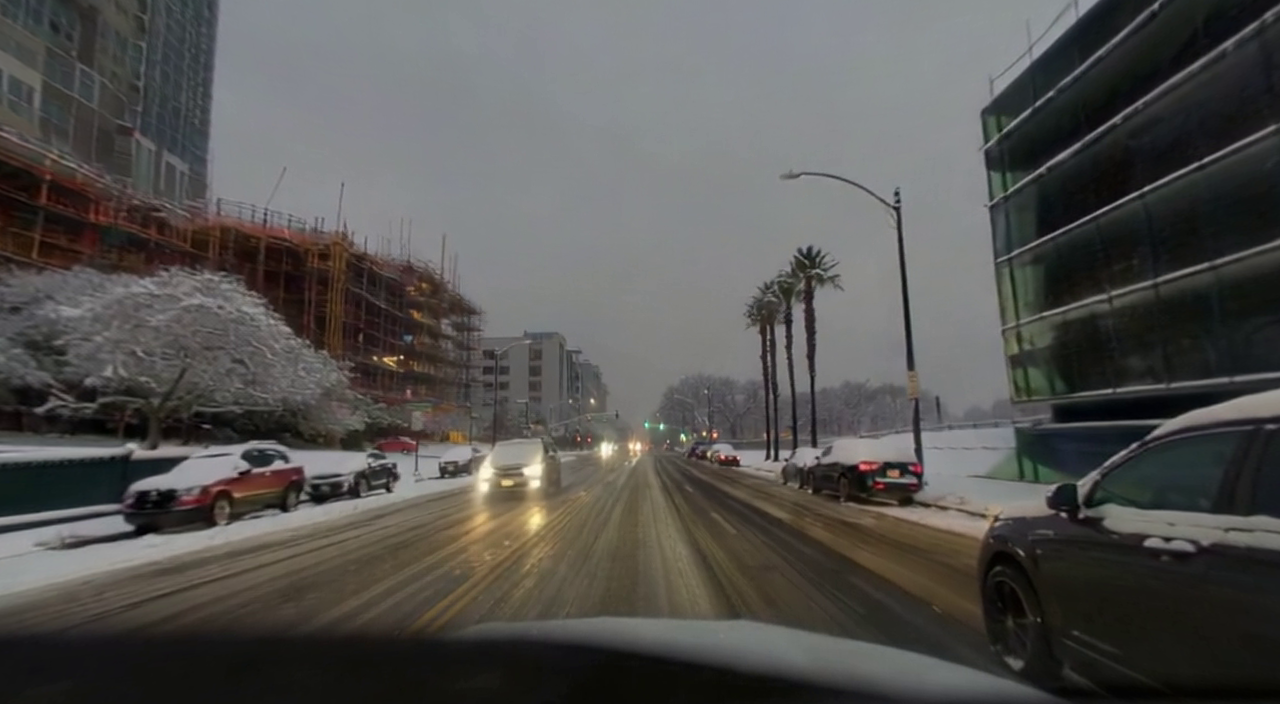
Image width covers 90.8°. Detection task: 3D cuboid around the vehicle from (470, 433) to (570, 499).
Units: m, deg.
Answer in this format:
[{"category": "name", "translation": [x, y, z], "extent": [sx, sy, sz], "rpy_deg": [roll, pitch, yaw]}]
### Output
[{"category": "vehicle", "translation": [-3.403, 3.314, 18.809], "extent": [2.096, 1.716, 4.300], "rpy_deg": [0, -8, 1]}]

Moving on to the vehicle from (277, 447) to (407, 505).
[{"category": "vehicle", "translation": [-9.736, 4.038, 21.204], "extent": [1.951, 1.644, 4.987], "rpy_deg": [0, -8, 0]}]

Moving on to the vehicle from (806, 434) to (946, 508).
[{"category": "vehicle", "translation": [6.325, 3.202, 17.583], "extent": [1.981, 1.768, 4.405], "rpy_deg": [0, -8, -3]}]

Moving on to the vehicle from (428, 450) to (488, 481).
[{"category": "vehicle", "translation": [-9.583, 6.007, 33.655], "extent": [1.826, 1.445, 4.325], "rpy_deg": [0, -8, 2]}]

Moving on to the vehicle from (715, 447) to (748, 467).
[{"category": "vehicle", "translation": [6.865, 7.880, 47.618], "extent": [1.819, 1.435, 4.337], "rpy_deg": [0, -8, 0]}]

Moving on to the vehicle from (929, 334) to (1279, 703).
[{"category": "vehicle", "translation": [3.121, 0.827, 2.388], "extent": [1.953, 1.687, 4.344], "rpy_deg": [0, -8, 0]}]

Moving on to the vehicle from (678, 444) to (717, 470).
[{"category": "vehicle", "translation": [3.481, 6.382, 38.783], "extent": [1.999, 1.487, 3.939], "rpy_deg": [0, -8, 0]}]

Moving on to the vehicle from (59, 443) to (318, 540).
[{"category": "vehicle", "translation": [-9.698, 2.959, 14.318], "extent": [2.051, 1.762, 5.059], "rpy_deg": [0, -8, 1]}]
